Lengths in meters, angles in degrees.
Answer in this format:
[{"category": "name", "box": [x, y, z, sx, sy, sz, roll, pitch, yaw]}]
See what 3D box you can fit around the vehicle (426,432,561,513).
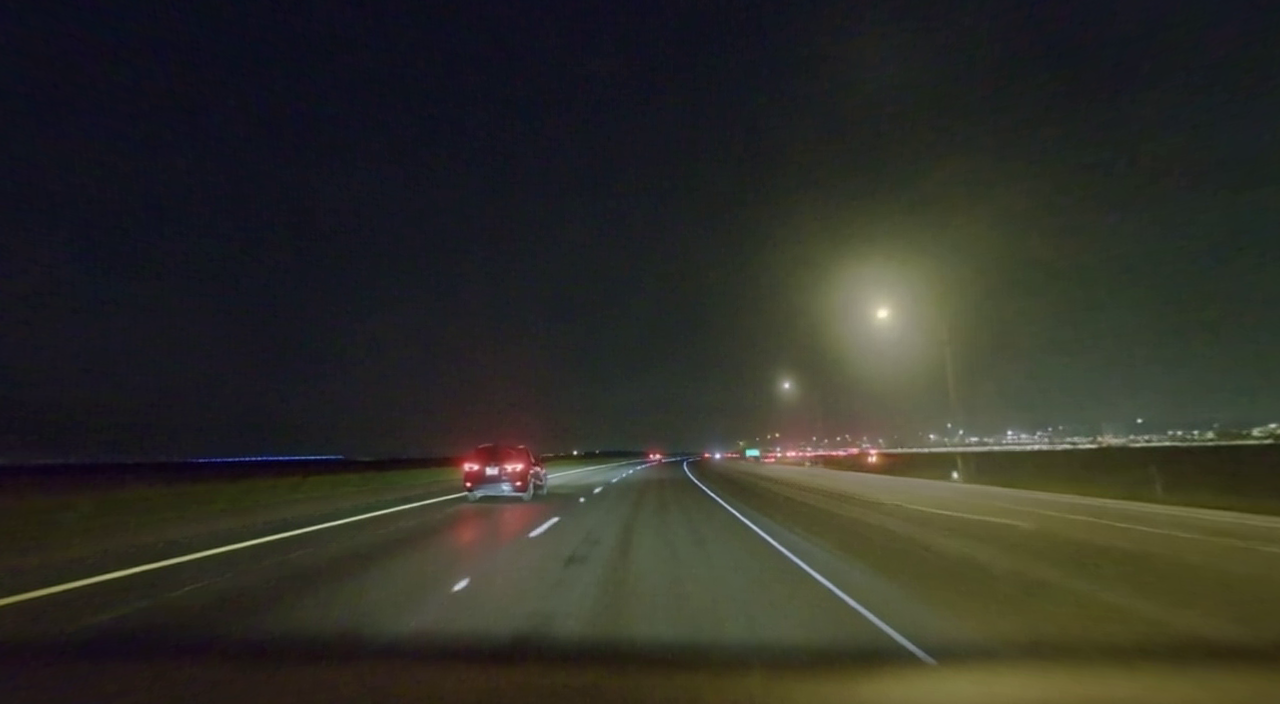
[{"category": "vehicle", "box": [-3.570, 3.059, 16.466, 2.193, 1.771, 4.757, 0, -9, 2]}]
